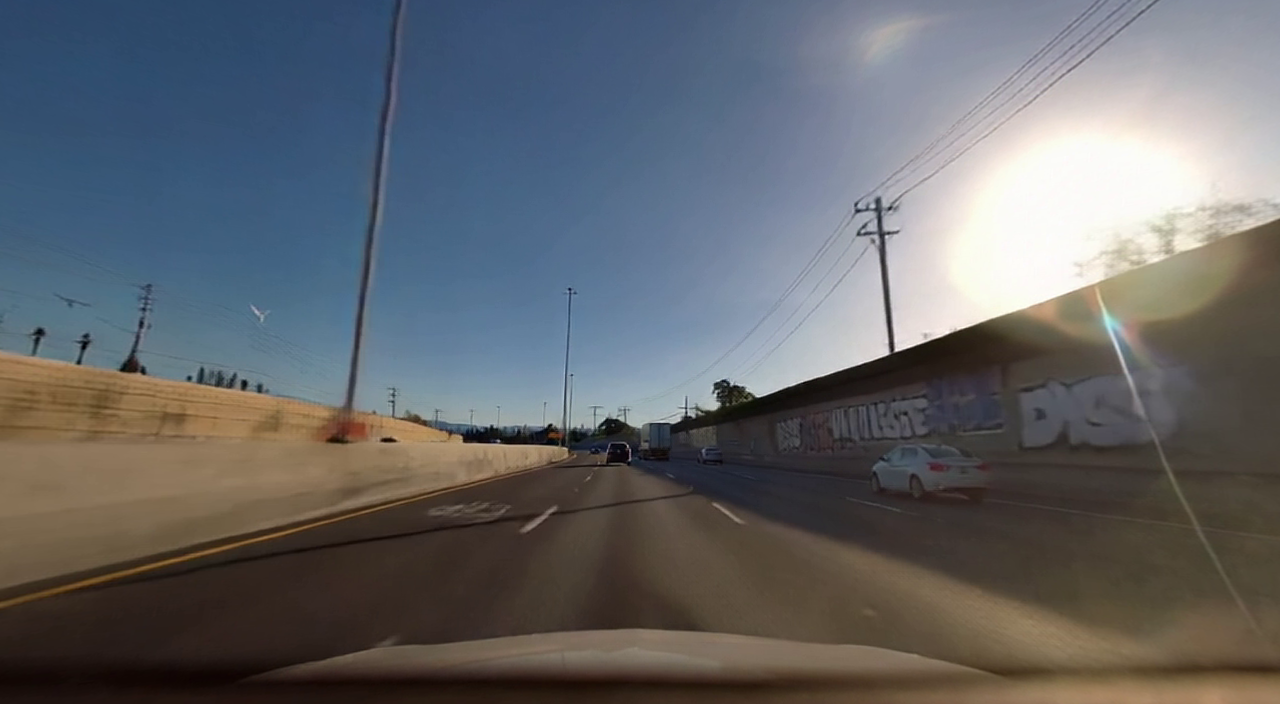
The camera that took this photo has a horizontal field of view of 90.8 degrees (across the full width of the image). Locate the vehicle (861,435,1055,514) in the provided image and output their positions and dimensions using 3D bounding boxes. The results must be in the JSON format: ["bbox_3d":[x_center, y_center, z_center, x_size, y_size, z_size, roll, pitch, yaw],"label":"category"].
[{"bbox_3d":[7.088,2.769,14.805,2.032,1.525,4.631,0,-9,-2],"label":"vehicle"}]

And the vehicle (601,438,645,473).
[{"bbox_3d":[-0.898,5.416,33.195,2.191,1.685,3.353,0,-9,-2],"label":"vehicle"}]
